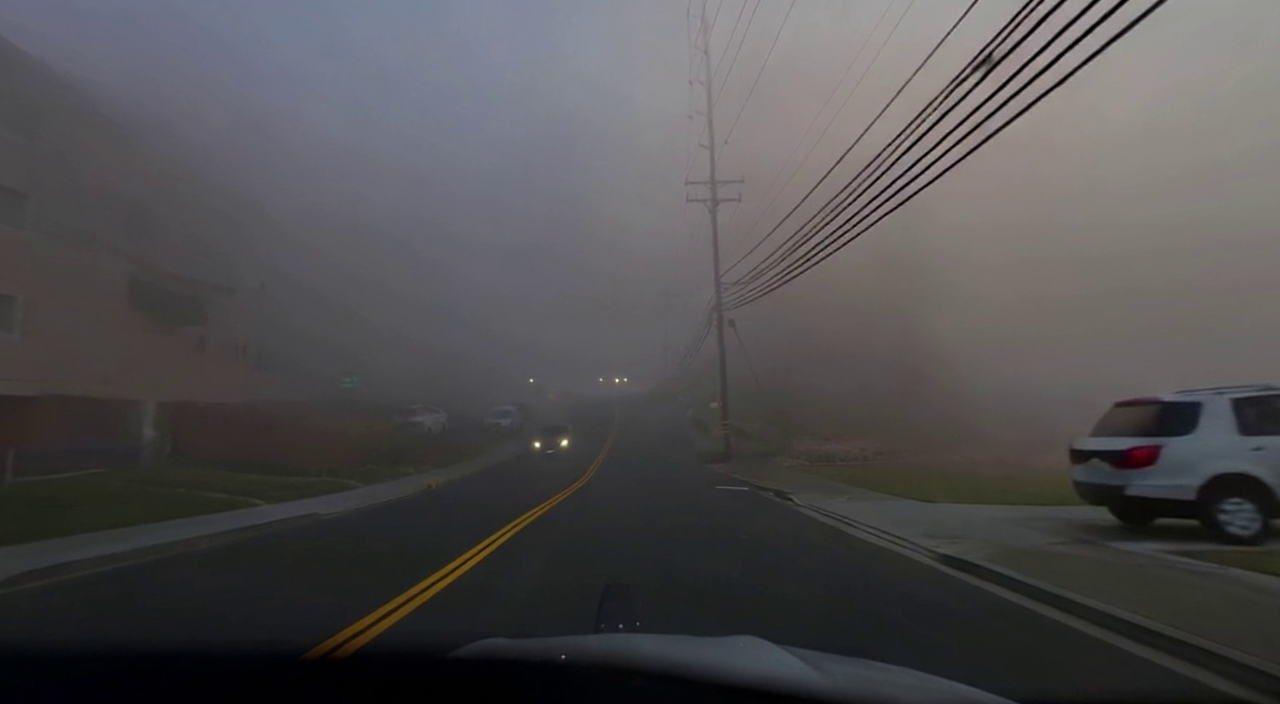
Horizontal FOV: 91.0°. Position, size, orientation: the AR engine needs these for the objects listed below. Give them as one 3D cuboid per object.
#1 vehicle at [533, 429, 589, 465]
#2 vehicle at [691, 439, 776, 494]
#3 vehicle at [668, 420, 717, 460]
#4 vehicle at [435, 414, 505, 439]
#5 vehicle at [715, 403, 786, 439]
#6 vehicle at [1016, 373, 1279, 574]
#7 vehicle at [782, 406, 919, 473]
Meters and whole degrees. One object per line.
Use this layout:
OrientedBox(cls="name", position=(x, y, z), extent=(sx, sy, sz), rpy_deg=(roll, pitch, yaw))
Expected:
OrientedBox(cls="vehicle", position=(-3.880, 4.710, 31.718), extent=(2.096, 1.542, 4.481), rpy_deg=(0, -5, 2))
OrientedBox(cls="vehicle", position=(2.735, 3.472, 19.526), extent=(2.063, 1.503, 4.415), rpy_deg=(0, -9, 2))
OrientedBox(cls="vehicle", position=(2.776, 4.734, 34.416), extent=(2.211, 1.860, 4.813), rpy_deg=(0, -5, -1))
OrientedBox(cls="vehicle", position=(-12.535, 5.528, 46.677), extent=(4.525, 1.797, 2.024), rpy_deg=(-1, -9, 4))
OrientedBox(cls="vehicle", position=(8.046, 5.096, 46.288), extent=(4.622, 1.826, 2.065), rpy_deg=(-9, -9, 0))
OrientedBox(cls="vehicle", position=(7.875, 1.162, 7.268), extent=(5.512, 1.846, 2.115), rpy_deg=(-5, -9, 1))
OrientedBox(cls="vehicle", position=(7.836, 3.315, 23.798), extent=(4.286, 2.044, 1.913), rpy_deg=(-5, -8, -1))
